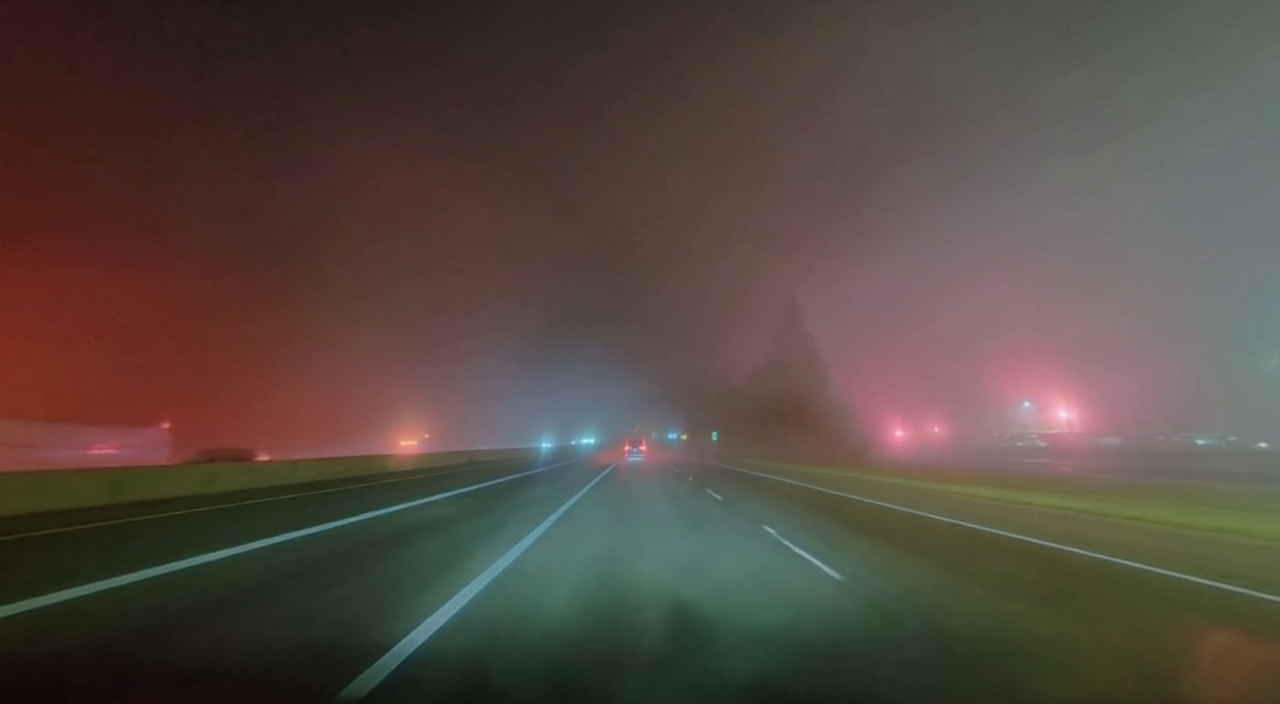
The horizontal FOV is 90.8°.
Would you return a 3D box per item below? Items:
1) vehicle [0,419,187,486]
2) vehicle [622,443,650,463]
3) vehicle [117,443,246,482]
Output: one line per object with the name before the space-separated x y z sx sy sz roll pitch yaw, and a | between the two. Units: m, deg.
vehicle | -28.630 5.203 33.057 2.850 2.964 9.507 0 -8 0
vehicle | -0.352 7.719 48.449 2.025 1.460 4.189 0 -8 -2
vehicle | -21.018 5.056 29.291 2.233 1.644 4.988 0 -8 0
